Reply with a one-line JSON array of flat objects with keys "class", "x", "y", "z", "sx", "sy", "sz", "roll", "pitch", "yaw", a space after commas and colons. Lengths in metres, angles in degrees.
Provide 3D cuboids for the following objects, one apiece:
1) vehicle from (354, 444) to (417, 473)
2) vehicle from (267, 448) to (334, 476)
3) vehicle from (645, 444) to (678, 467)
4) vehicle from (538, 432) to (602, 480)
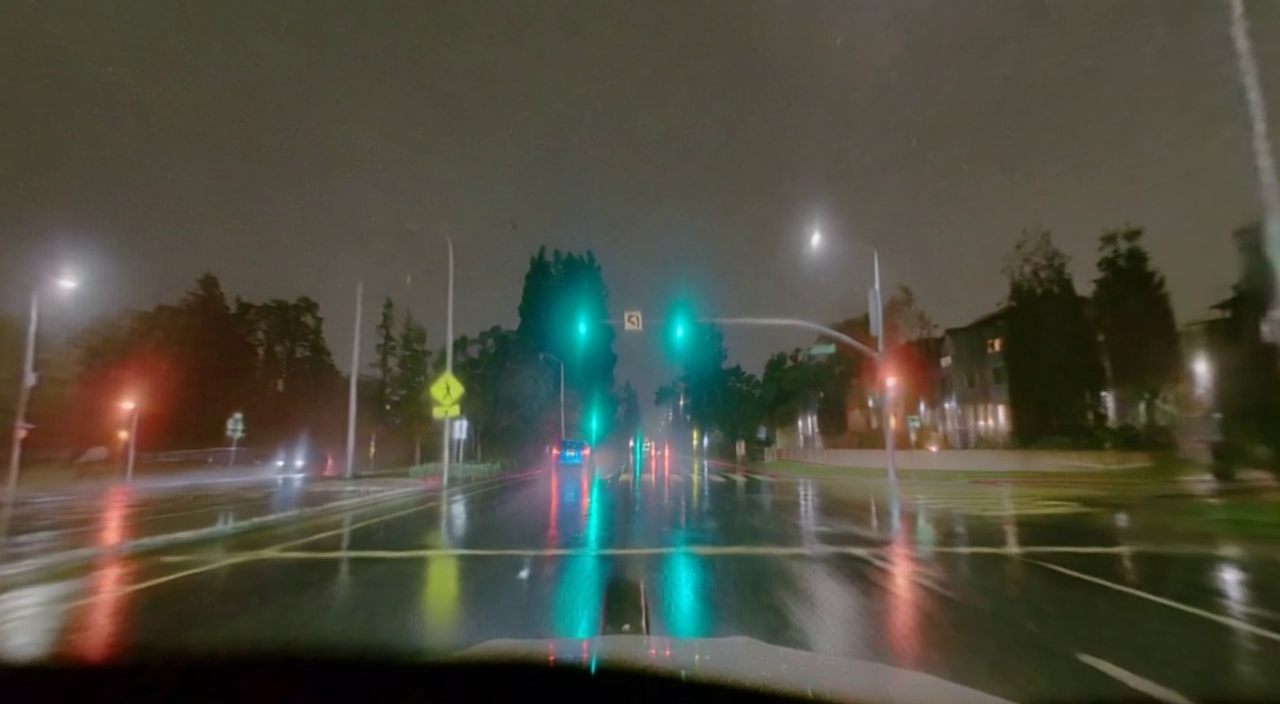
[{"class": "vehicle", "x": -15.428, "y": 6.451, "z": 38.427, "sx": 1.990, "sy": 1.650, "sz": 4.283, "roll": -1, "pitch": -8, "yaw": 1}, {"class": "vehicle", "x": -22.648, "y": 7.312, "z": 42.240, "sx": 1.967, "sy": 1.675, "sz": 4.436, "roll": -1, "pitch": -8, "yaw": 1}, {"class": "vehicle", "x": 1.455, "y": 7.219, "z": 44.250, "sx": 2.075, "sy": 1.480, "sz": 3.920, "roll": 0, "pitch": -8, "yaw": -1}, {"class": "vehicle", "x": -2.872, "y": 4.385, "z": 26.899, "sx": 2.150, "sy": 1.812, "sz": 4.423, "roll": -1, "pitch": -8, "yaw": 1}]
